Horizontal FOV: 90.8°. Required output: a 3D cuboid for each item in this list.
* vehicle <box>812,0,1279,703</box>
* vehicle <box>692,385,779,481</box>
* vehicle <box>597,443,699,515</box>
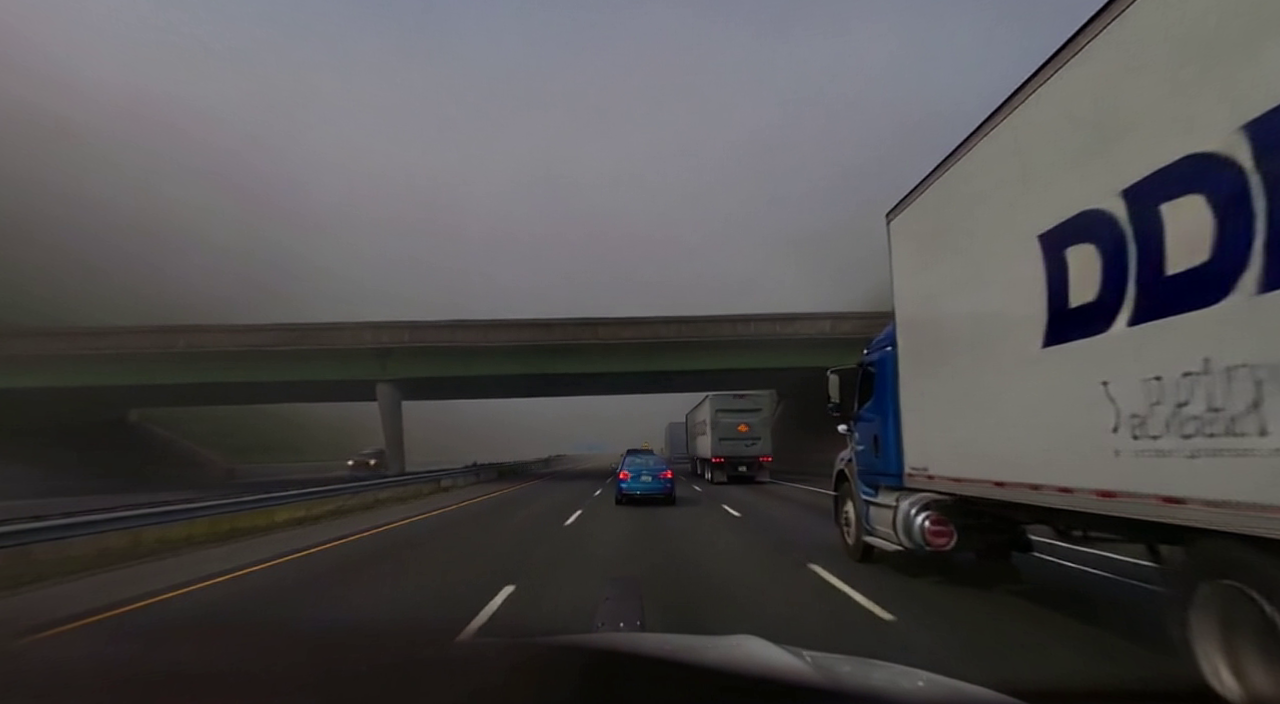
[{"bbox_3d":[4.110,0.078,4.146,2.884,3.930,10.206,0,-9,-1],"label":"vehicle"},{"bbox_3d":[4.377,4.071,31.038,2.801,4.039,8.684,0,-9,-1],"label":"vehicle"},{"bbox_3d":[0.160,2.863,14.638,2.029,1.437,3.794,0,-9,0],"label":"vehicle"}]
